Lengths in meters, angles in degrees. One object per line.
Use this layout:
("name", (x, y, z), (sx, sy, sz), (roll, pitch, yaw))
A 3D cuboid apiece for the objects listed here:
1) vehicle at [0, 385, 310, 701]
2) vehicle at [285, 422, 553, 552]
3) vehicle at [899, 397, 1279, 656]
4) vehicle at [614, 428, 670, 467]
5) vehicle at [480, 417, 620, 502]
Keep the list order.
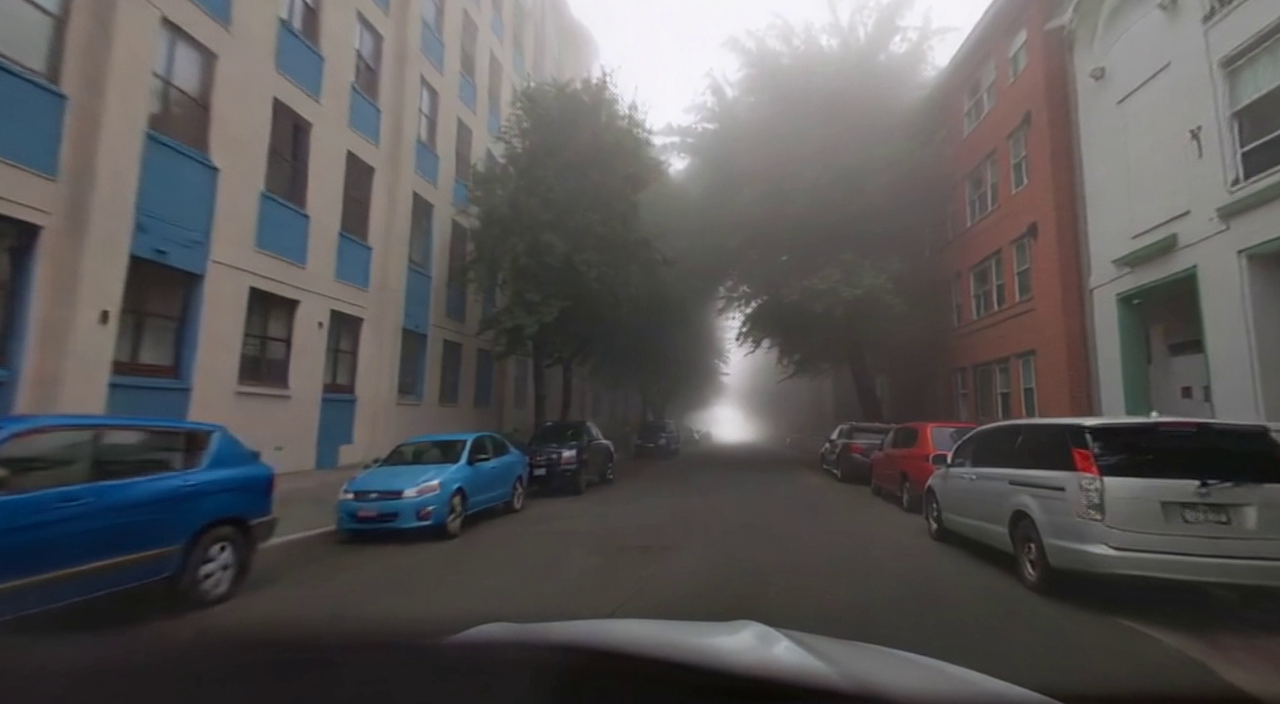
("vehicle", (-3.890, 1.003, 3.677), (1.719, 1.519, 3.414), (-1, -7, 8))
("vehicle", (-2.834, 1.790, 9.279), (1.830, 1.427, 4.294), (-1, -7, 10))
("vehicle", (4.121, 1.367, 6.127), (1.883, 1.615, 4.234), (-1, -7, 8))
("vehicle", (0.159, 4.017, 26.756), (1.840, 1.493, 3.761), (-1, -7, 9))
("vehicle", (-1.833, 2.371, 14.436), (1.942, 1.629, 4.302), (-1, -7, 9))
